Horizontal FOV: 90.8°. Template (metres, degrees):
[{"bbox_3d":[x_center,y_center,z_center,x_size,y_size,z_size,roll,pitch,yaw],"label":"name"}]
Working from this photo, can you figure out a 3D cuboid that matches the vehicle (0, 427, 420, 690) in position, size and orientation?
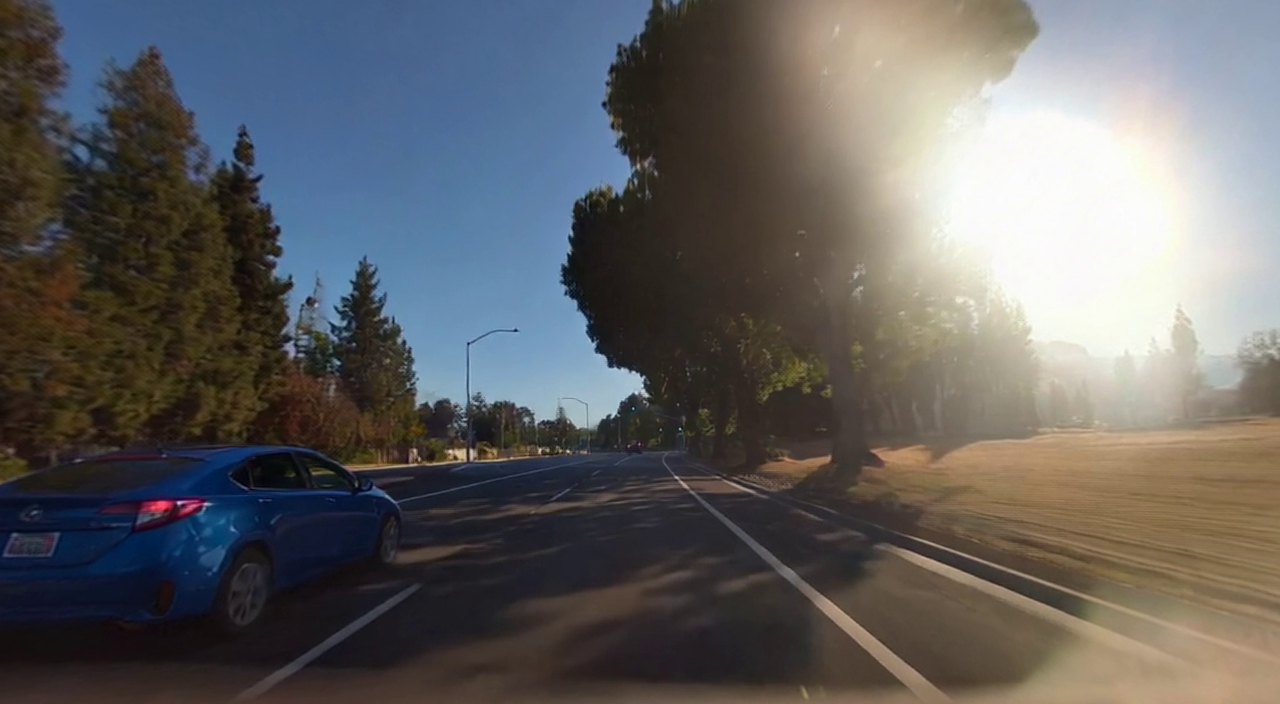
[{"bbox_3d":[-3.692,1.445,5.630,1.946,1.437,4.154,0,-8,0],"label":"vehicle"}]
